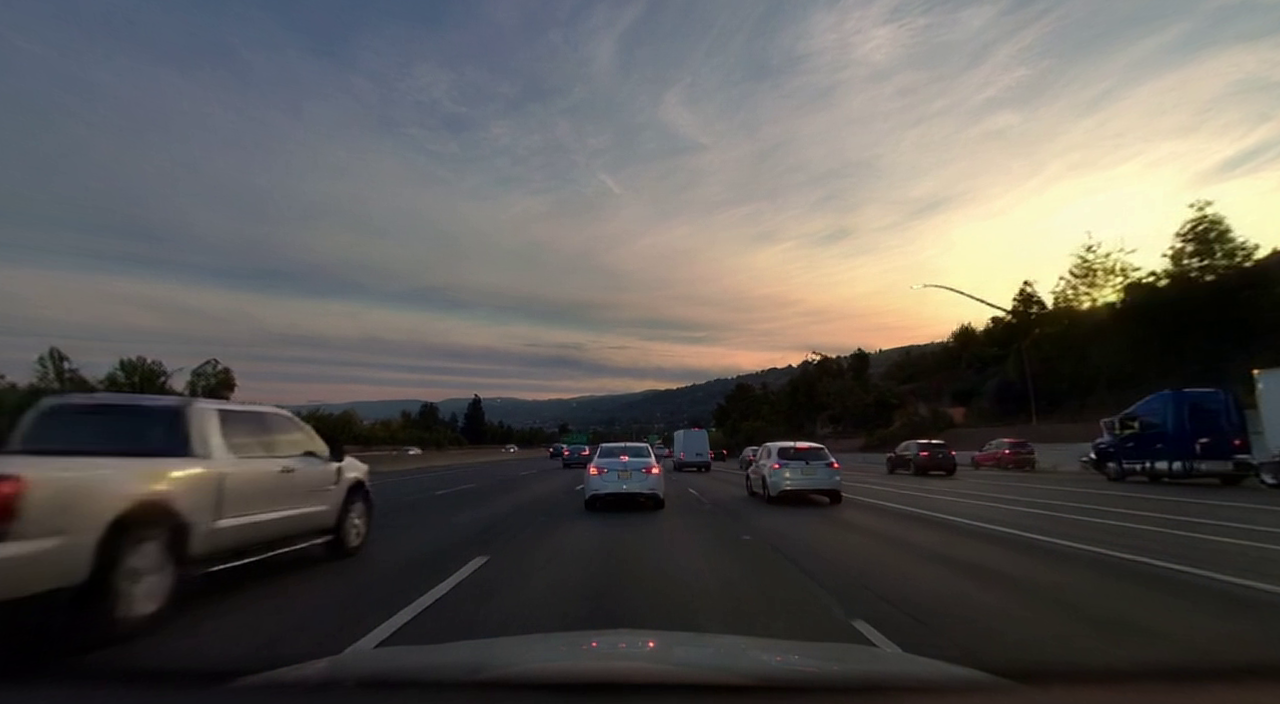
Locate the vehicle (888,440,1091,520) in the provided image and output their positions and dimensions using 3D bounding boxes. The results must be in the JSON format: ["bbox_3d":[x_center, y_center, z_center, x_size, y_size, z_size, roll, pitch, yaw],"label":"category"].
[{"bbox_3d":[7.599,2.799,14.349,2.021,1.505,4.480,0,-9,0],"label":"vehicle"}]

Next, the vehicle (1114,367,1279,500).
[{"bbox_3d":[20.119,2.672,20.348,3.061,3.869,7.169,2,-9,-10],"label":"vehicle"}]

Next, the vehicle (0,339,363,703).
[{"bbox_3d":[-4.072,1.036,4.483,2.079,1.741,4.436,0,-9,1],"label":"vehicle"}]

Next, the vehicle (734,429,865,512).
[{"bbox_3d":[3.569,2.734,14.992,2.053,1.666,4.106,0,-9,0],"label":"vehicle"}]

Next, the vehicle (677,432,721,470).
[{"bbox_3d":[3.893,6.656,42.423,2.440,2.313,5.266,0,-9,0],"label":"vehicle"}]

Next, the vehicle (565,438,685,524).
[{"bbox_3d":[-0.220,2.605,13.286,2.132,1.499,4.038,0,-9,1],"label":"vehicle"}]
